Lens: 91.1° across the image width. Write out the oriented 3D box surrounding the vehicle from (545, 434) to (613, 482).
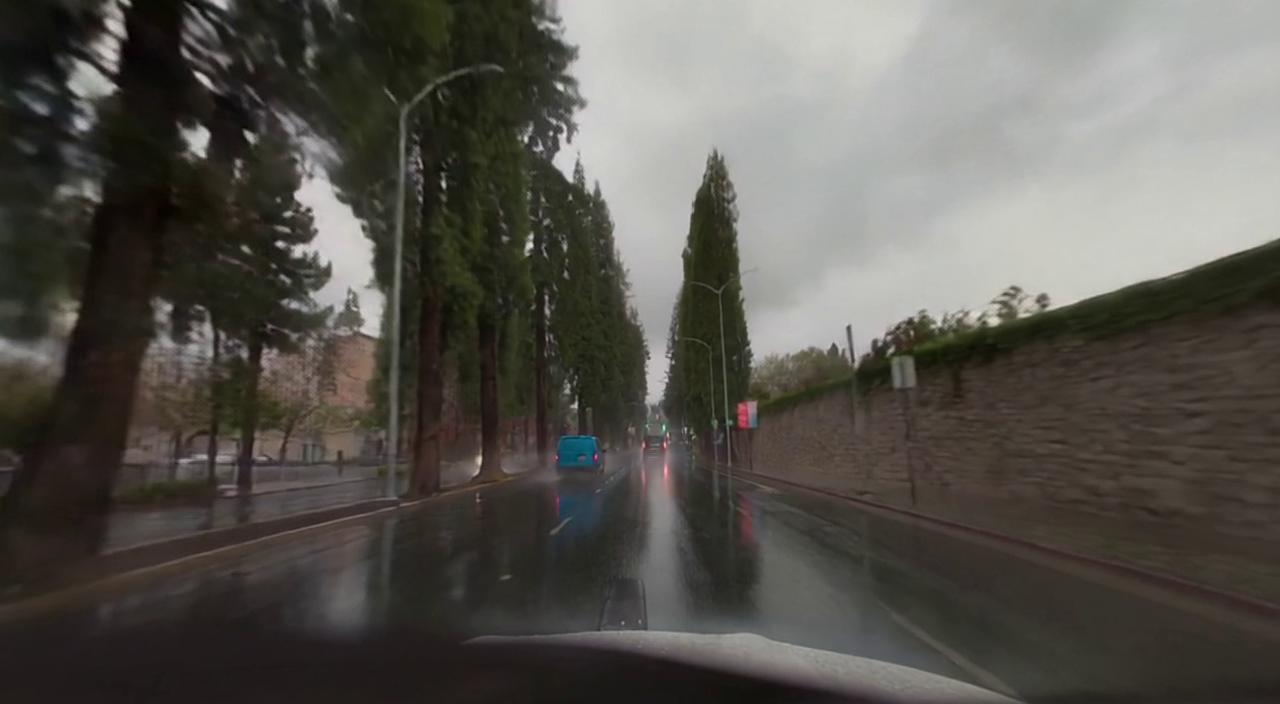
[{"bbox_3d":[-2.449,4.450,26.644,2.281,1.837,4.845,0,-8,2],"label":"vehicle"}]
